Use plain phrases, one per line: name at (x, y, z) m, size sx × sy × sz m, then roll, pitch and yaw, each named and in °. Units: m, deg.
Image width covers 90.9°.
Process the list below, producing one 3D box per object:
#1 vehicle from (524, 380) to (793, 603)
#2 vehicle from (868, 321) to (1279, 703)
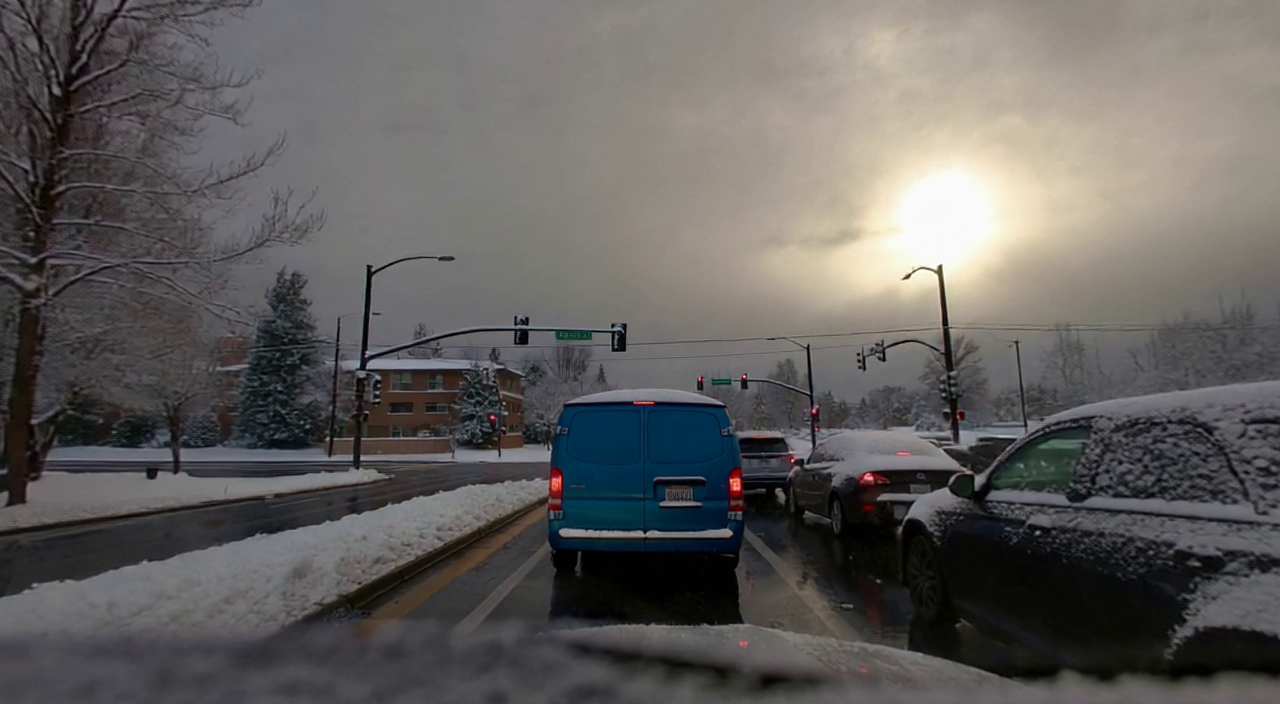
vehicle at (0.168, 1.464, 7.428) m, size 2.185 × 1.822 × 4.391 m, roll 0°, pitch -8°, yaw 1°
vehicle at (2.901, 0.946, 3.180) m, size 1.971 × 1.663 × 4.287 m, roll 0°, pitch -8°, yaw 2°
